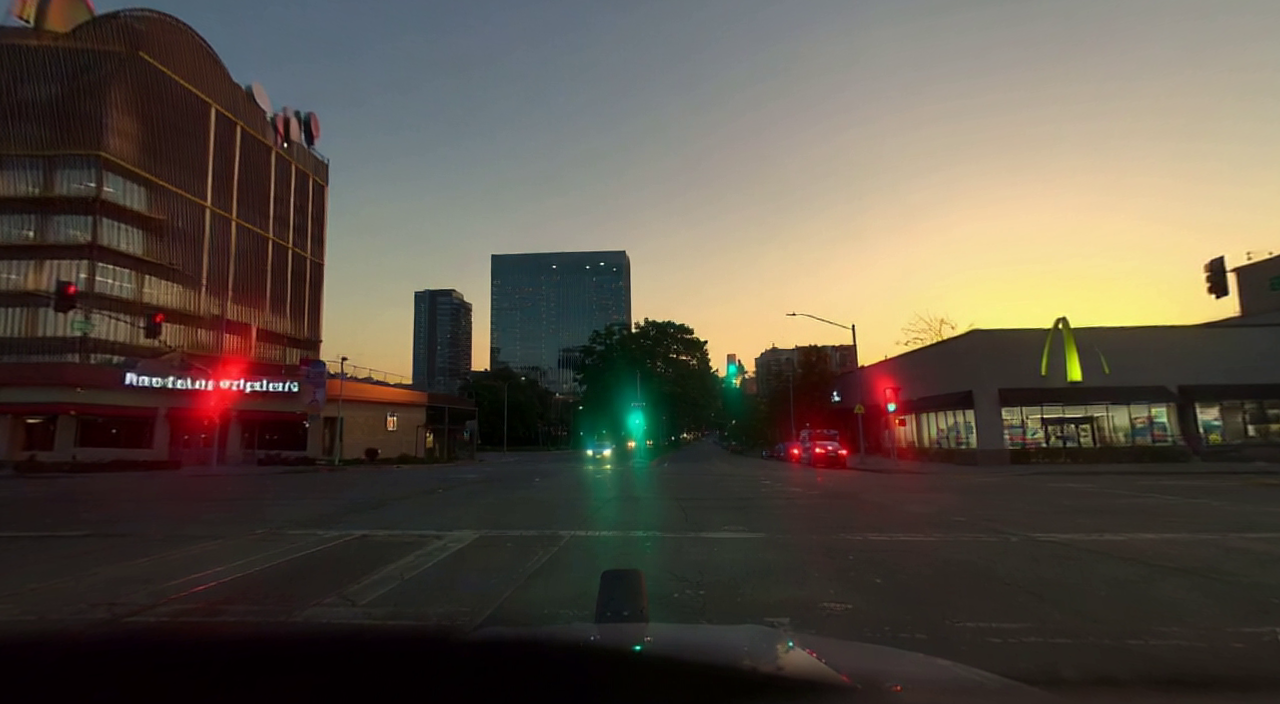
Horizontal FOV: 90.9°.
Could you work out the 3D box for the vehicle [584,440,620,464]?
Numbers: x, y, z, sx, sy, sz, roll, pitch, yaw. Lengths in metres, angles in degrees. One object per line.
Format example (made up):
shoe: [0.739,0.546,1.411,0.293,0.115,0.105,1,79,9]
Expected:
vehicle: [-2.496,6.646,42.030,2.104,1.468,4.195,0,-8,1]
